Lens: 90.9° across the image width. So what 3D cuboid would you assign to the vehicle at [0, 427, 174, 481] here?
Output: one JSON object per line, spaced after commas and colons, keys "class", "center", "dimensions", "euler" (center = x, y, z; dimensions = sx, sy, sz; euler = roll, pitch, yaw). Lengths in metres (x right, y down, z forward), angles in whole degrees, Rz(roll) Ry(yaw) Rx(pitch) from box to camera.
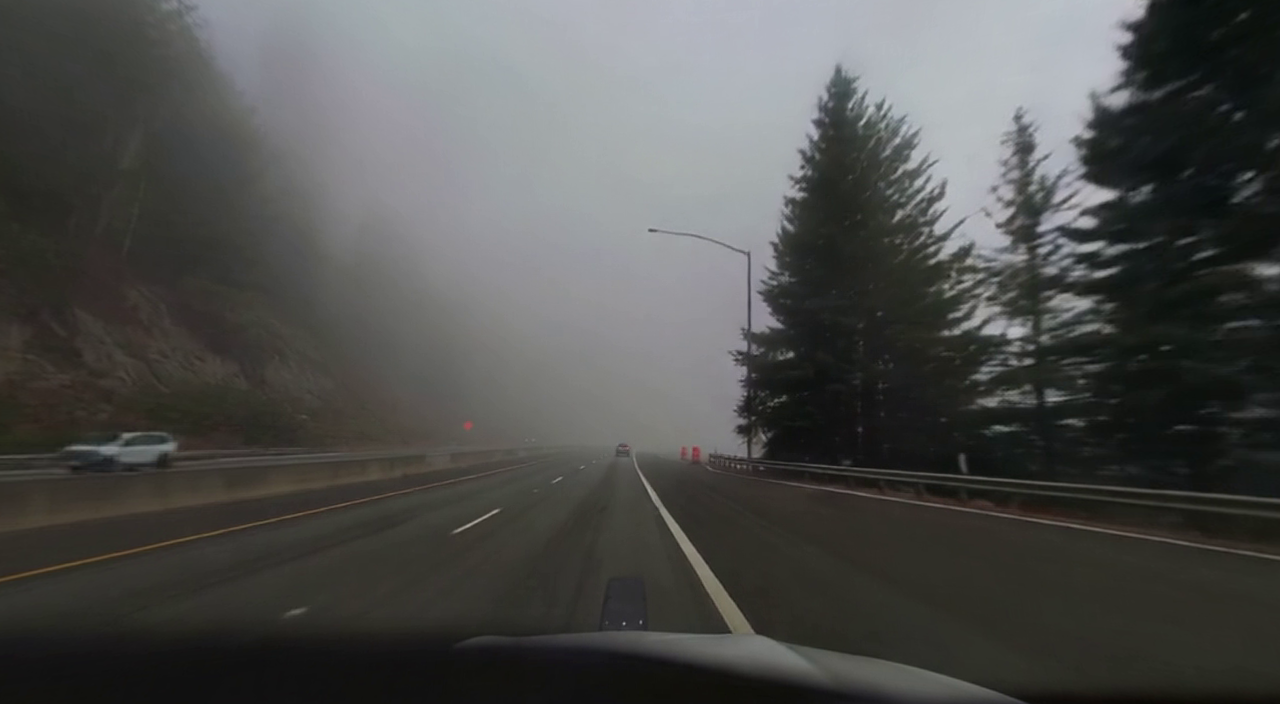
{"class": "vehicle", "center": [-19.145, 3.543, 22.125], "dimensions": [1.952, 1.661, 4.651], "euler": [-1, -9, 0]}
